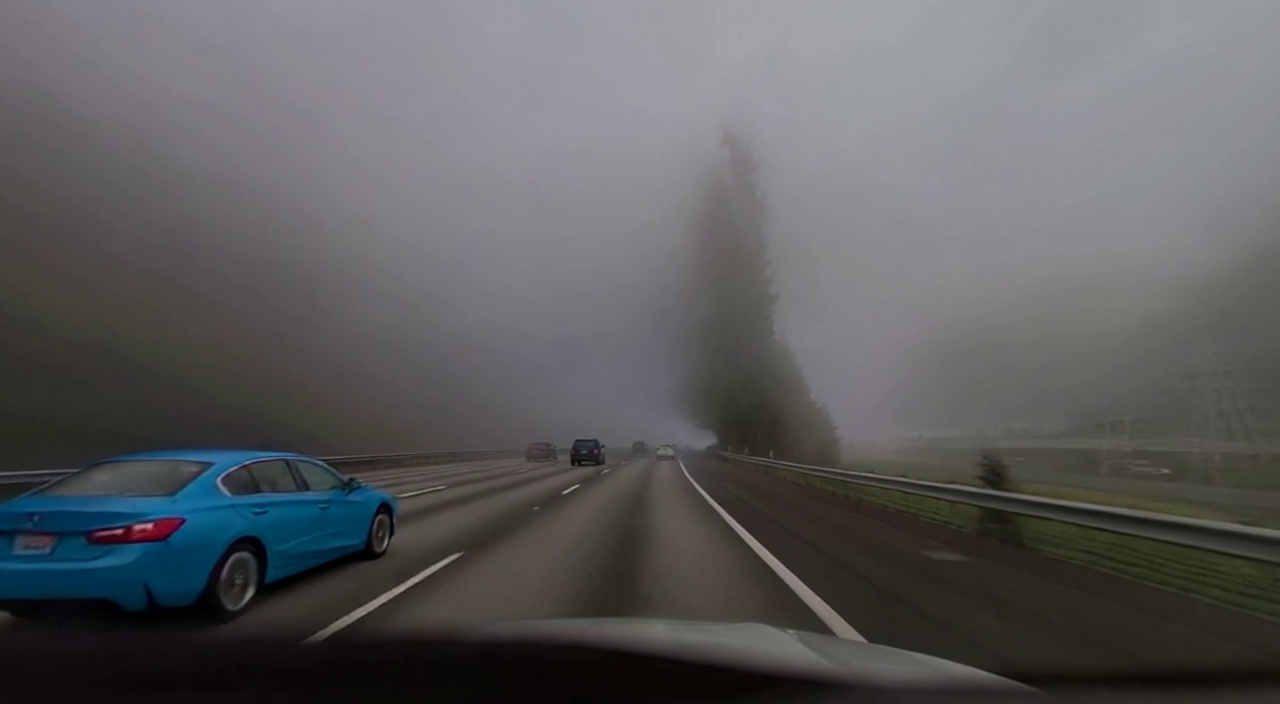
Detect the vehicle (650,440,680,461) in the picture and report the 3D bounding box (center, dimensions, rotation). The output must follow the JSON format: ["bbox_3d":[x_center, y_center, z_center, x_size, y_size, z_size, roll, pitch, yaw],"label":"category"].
[{"bbox_3d":[1.881,7.325,46.791,2.113,1.464,4.073,0,-9,4],"label":"vehicle"}]

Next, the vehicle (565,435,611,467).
[{"bbox_3d":[-2.950,5.731,36.695,2.071,1.716,4.363,0,-9,3],"label":"vehicle"}]

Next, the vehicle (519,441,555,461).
[{"bbox_3d":[-7.792,7.538,47.968,1.883,1.411,4.053,0,-9,3],"label":"vehicle"}]
